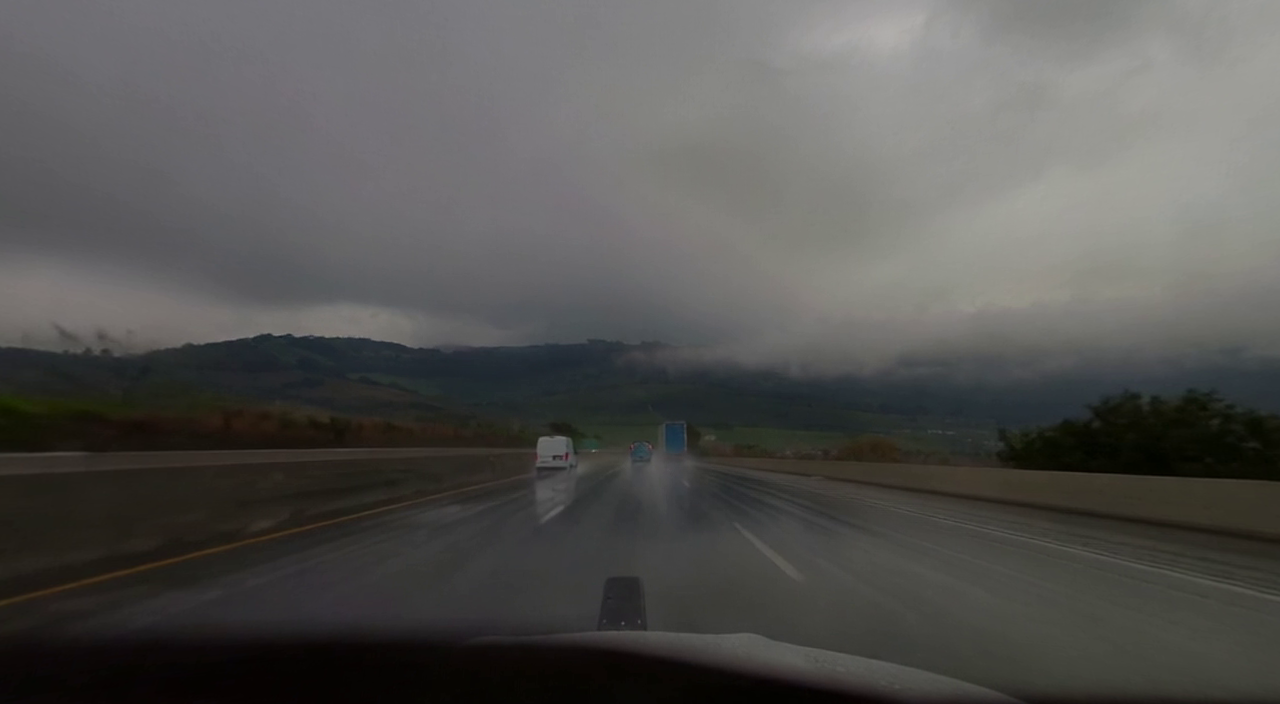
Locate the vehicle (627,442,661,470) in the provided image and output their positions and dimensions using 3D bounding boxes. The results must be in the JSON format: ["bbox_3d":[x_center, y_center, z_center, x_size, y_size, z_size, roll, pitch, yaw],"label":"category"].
[{"bbox_3d":[0.289,7.057,42.770,2.166,1.747,4.299,0,-9,1],"label":"vehicle"}]

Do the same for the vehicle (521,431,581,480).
[{"bbox_3d":[-3.930,4.696,28.582,1.955,2.004,4.792,0,-9,0],"label":"vehicle"}]
